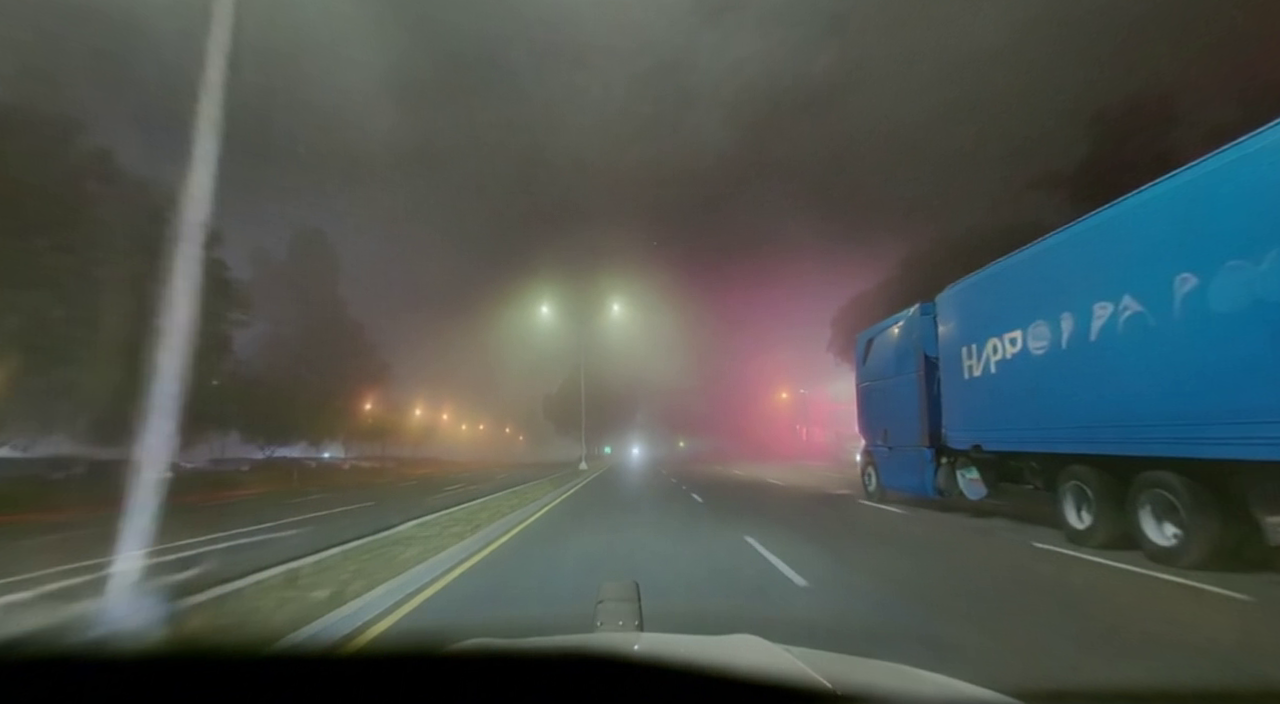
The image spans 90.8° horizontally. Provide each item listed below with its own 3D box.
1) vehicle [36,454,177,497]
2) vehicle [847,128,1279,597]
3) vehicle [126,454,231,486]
[{"bbox_3d":[-25.366,5.849,30.269,4.900,1.808,2.103,7,-11,-39],"label":"vehicle"},{"bbox_3d":[6.730,0.740,9.567,3.120,3.794,11.510,0,-8,-1],"label":"vehicle"},{"bbox_3d":[-28.057,7.136,38.587,4.923,1.725,2.088,6,-10,-34],"label":"vehicle"}]
